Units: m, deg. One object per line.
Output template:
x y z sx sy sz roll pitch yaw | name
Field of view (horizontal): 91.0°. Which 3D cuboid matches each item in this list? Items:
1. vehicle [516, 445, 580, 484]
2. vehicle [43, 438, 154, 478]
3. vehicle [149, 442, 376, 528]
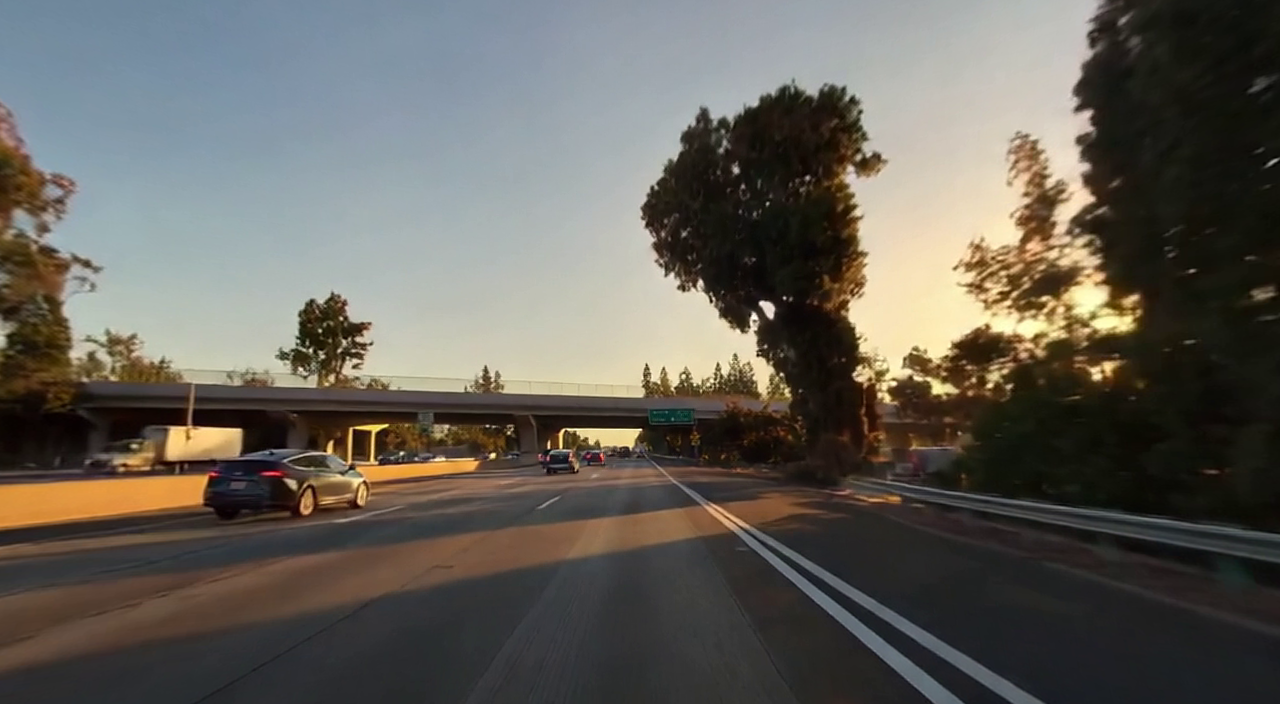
-4.020 5.025 28.395 2.102 1.571 4.666 0 -9 1 | vehicle
-36.077 7.091 42.257 2.199 2.455 5.758 0 -9 1 | vehicle
-7.716 2.733 13.587 2.002 1.507 4.631 0 -9 0 | vehicle
